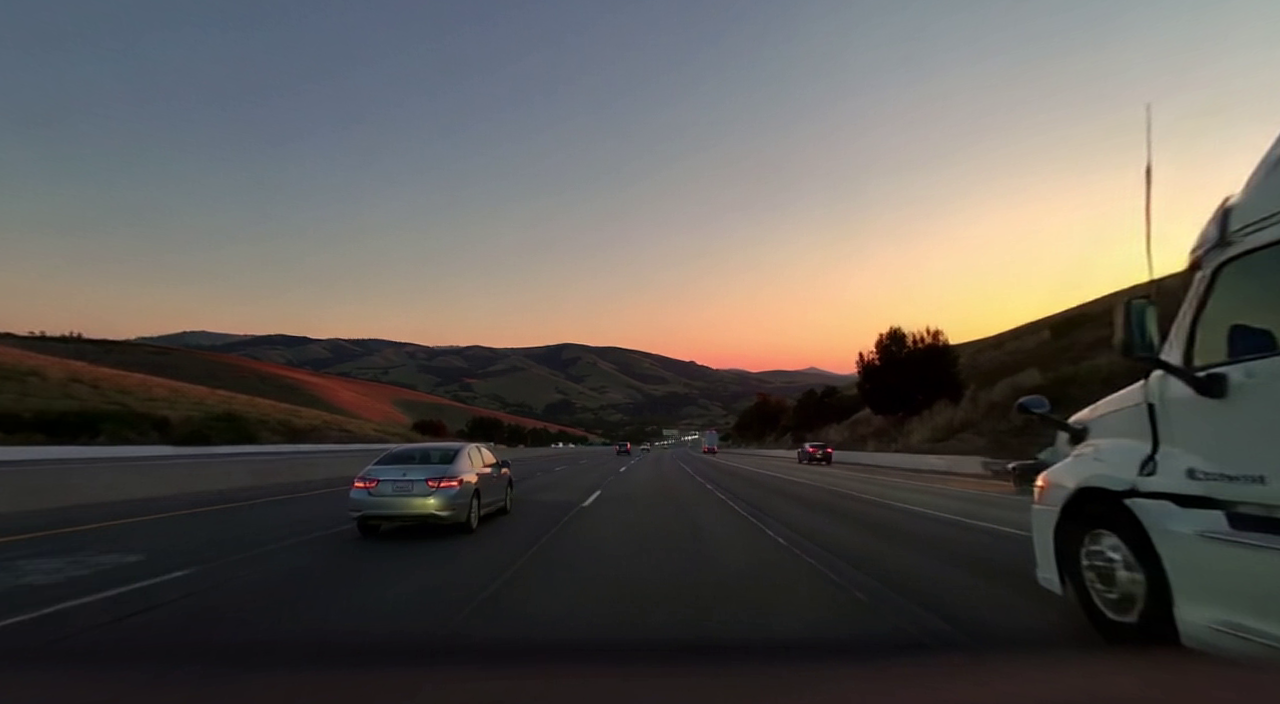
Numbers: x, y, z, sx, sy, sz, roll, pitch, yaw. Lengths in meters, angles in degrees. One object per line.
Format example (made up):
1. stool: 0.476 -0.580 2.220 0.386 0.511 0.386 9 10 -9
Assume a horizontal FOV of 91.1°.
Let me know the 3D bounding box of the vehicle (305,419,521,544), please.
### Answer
1. vehicle: -3.350 1.988 10.208 1.967 1.615 3.886 0 -8 1

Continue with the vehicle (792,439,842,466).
1. vehicle: 11.966 6.821 42.740 2.062 1.736 4.589 0 -8 0

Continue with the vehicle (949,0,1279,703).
1. vehicle: 4.004 -0.326 0.616 3.277 3.871 7.882 0 -8 0
